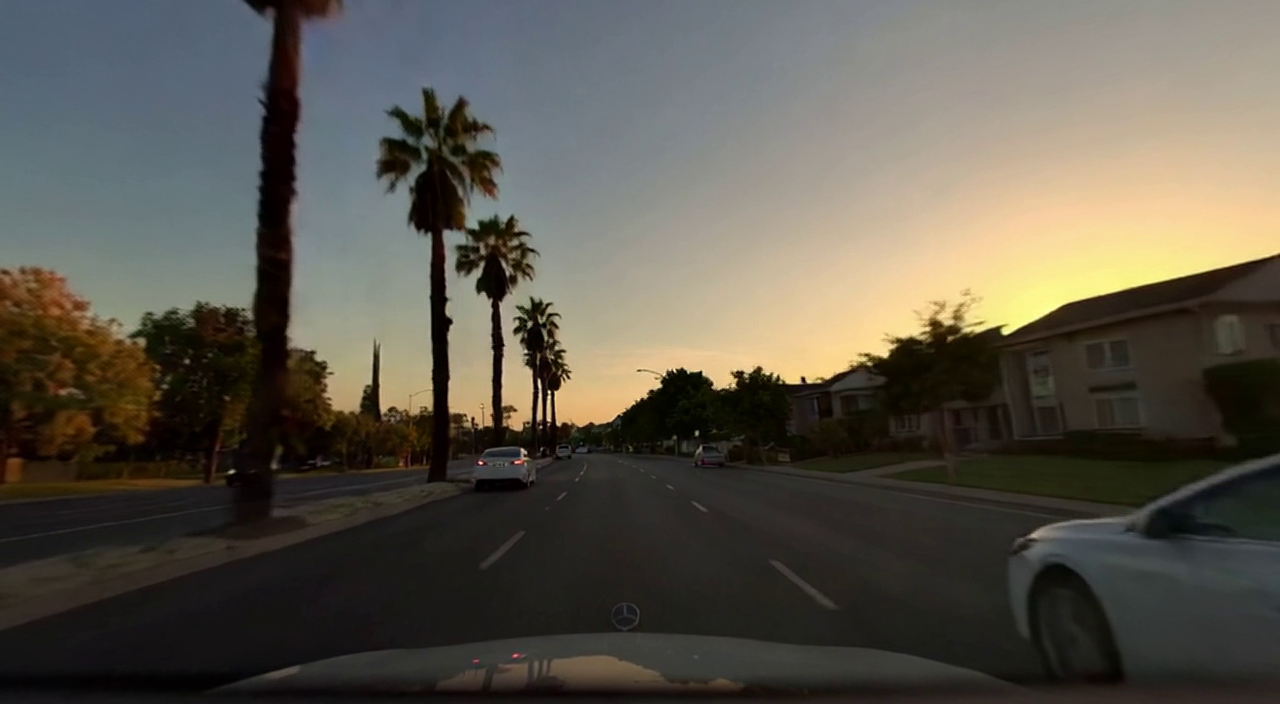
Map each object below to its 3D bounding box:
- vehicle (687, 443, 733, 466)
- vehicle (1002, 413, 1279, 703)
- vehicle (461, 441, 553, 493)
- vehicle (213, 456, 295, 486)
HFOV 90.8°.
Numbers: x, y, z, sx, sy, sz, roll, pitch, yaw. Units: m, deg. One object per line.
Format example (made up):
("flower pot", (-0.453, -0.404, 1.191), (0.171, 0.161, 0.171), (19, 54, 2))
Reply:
("vehicle", (4.998, 7.472, 46.151), (2.169, 1.559, 5.849), (1, -9, -5))
("vehicle", (3.074, 0.771, 1.124), (1.941, 1.424, 4.720), (0, -9, -2))
("vehicle", (-4.153, 3.697, 20.604), (2.108, 1.475, 4.555), (0, -9, -1))
("vehicle", (-22.568, 6.971, 37.227), (2.191, 1.482, 4.661), (-2, -9, -4))
